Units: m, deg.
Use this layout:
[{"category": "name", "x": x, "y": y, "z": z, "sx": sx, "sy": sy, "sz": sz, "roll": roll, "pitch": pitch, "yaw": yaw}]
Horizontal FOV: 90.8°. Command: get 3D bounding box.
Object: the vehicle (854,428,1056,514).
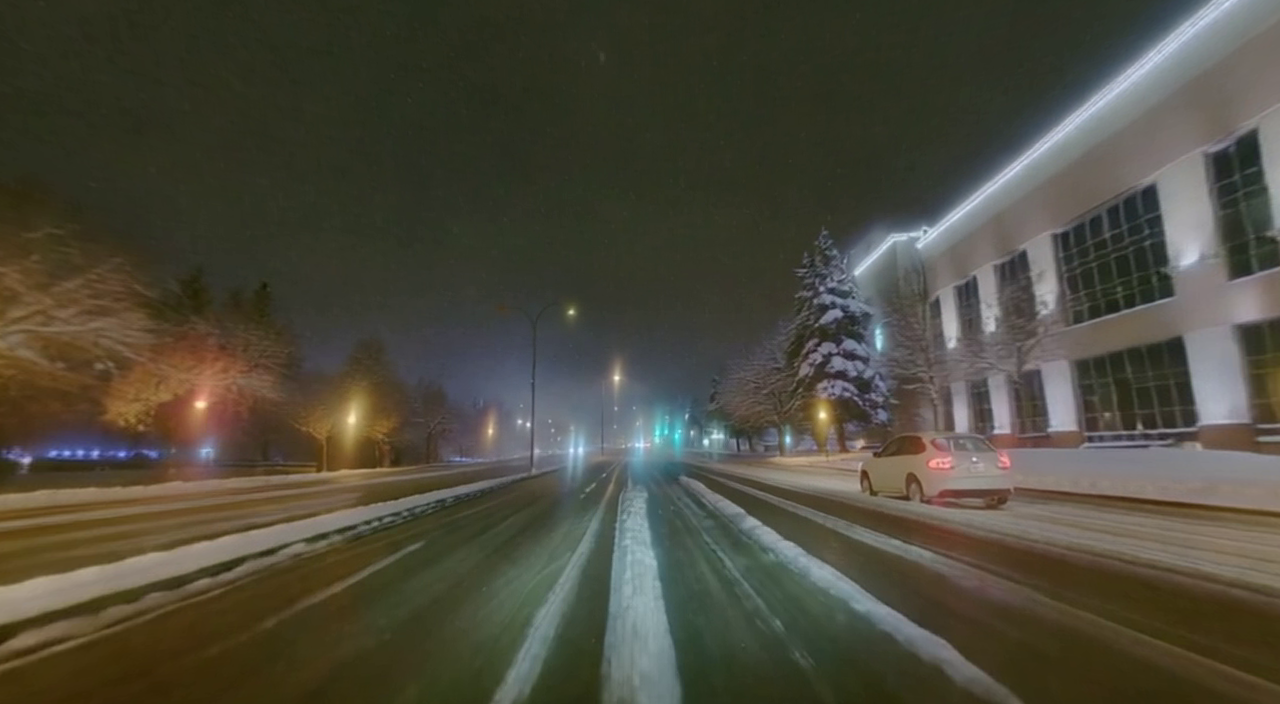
[{"category": "vehicle", "x": 6.452, "y": 2.490, "z": 13.731, "sx": 1.913, "sy": 1.504, "sz": 4.738, "roll": 0, "pitch": -9, "yaw": -1}]
